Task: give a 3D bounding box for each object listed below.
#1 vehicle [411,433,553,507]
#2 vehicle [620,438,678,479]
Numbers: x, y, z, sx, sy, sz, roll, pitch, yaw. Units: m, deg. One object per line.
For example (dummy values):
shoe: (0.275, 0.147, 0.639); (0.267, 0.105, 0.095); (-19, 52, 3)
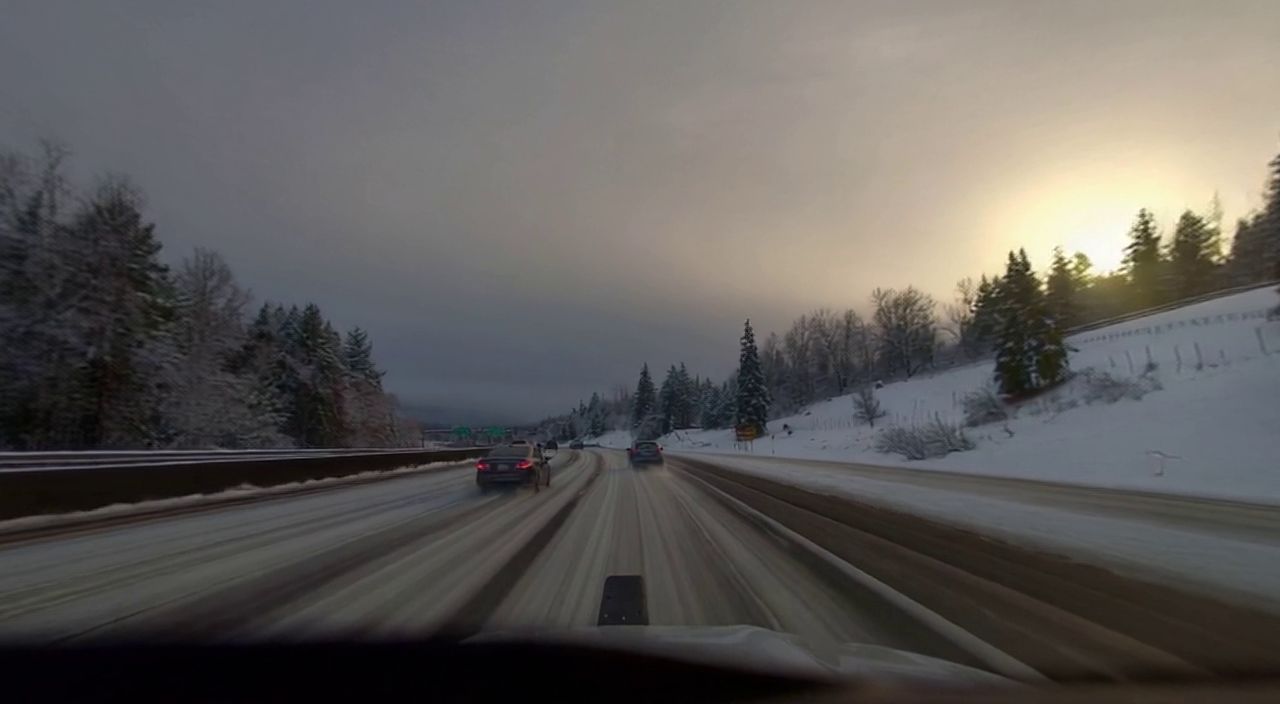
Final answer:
vehicle: (-3.620, 2.835, 15.635); (2.246, 1.519, 4.980); (0, -9, 0)
vehicle: (0.255, 4.053, 24.235); (2.051, 1.444, 3.927); (0, -9, -2)
